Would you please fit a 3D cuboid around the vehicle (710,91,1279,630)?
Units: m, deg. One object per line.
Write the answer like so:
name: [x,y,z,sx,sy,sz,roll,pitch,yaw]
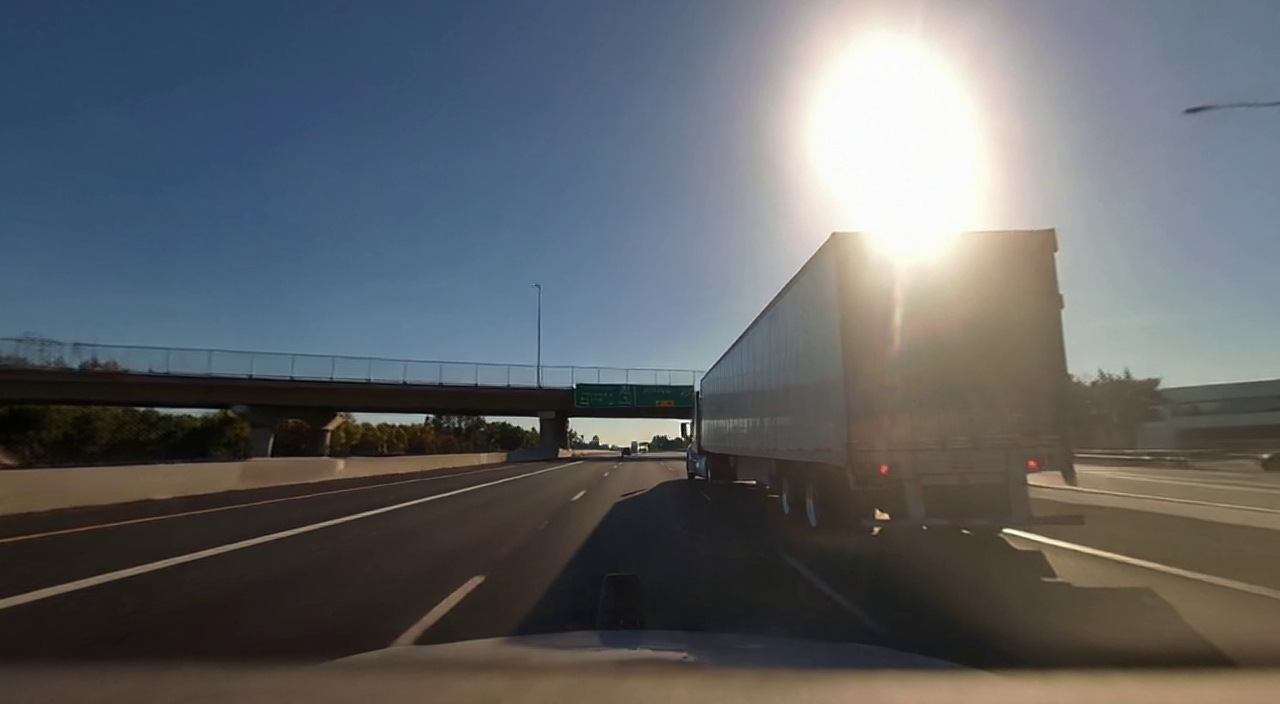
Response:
vehicle: [3.830,1.136,12.735,2.949,4.149,16.046,0,-9,0]
